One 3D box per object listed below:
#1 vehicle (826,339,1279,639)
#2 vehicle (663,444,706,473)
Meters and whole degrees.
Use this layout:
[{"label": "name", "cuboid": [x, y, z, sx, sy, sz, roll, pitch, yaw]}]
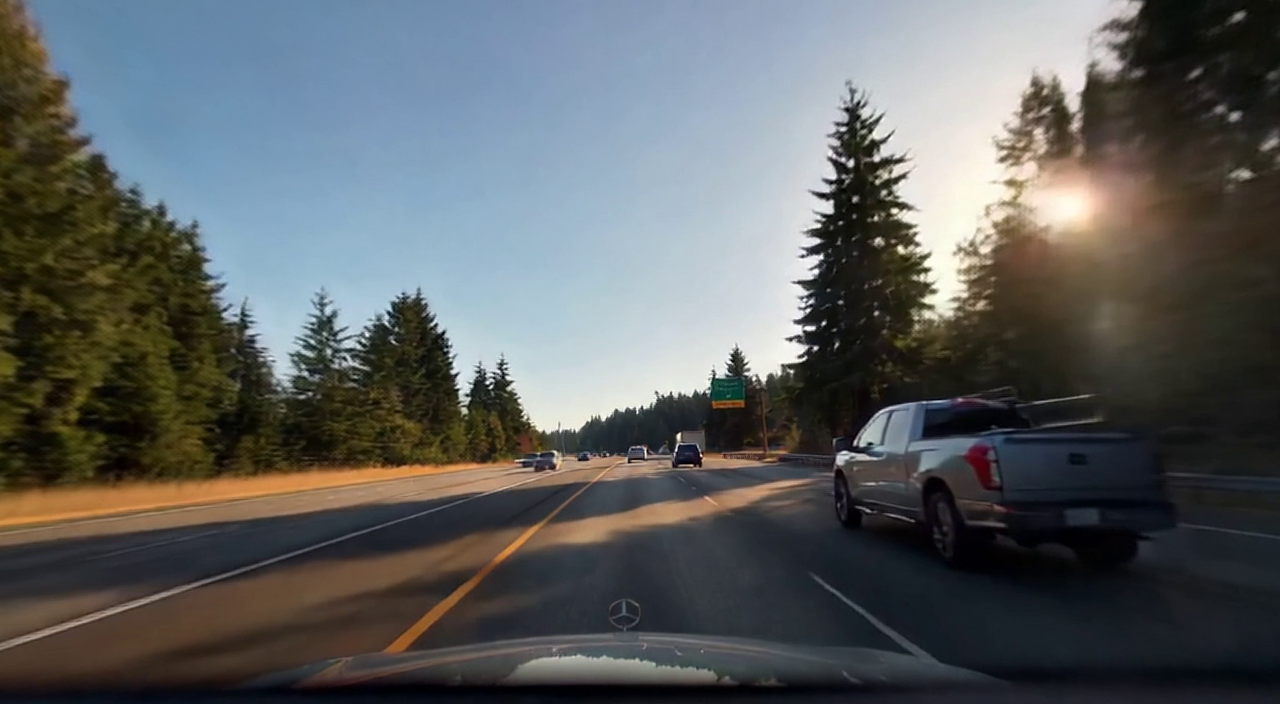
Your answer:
[{"label": "vehicle", "cuboid": [3.715, 1.243, 6.548, 1.981, 1.984, 4.623, 0, -9, -2]}, {"label": "vehicle", "cuboid": [2.632, 6.475, 38.488, 2.123, 1.620, 4.959, 0, -9, -1]}]
